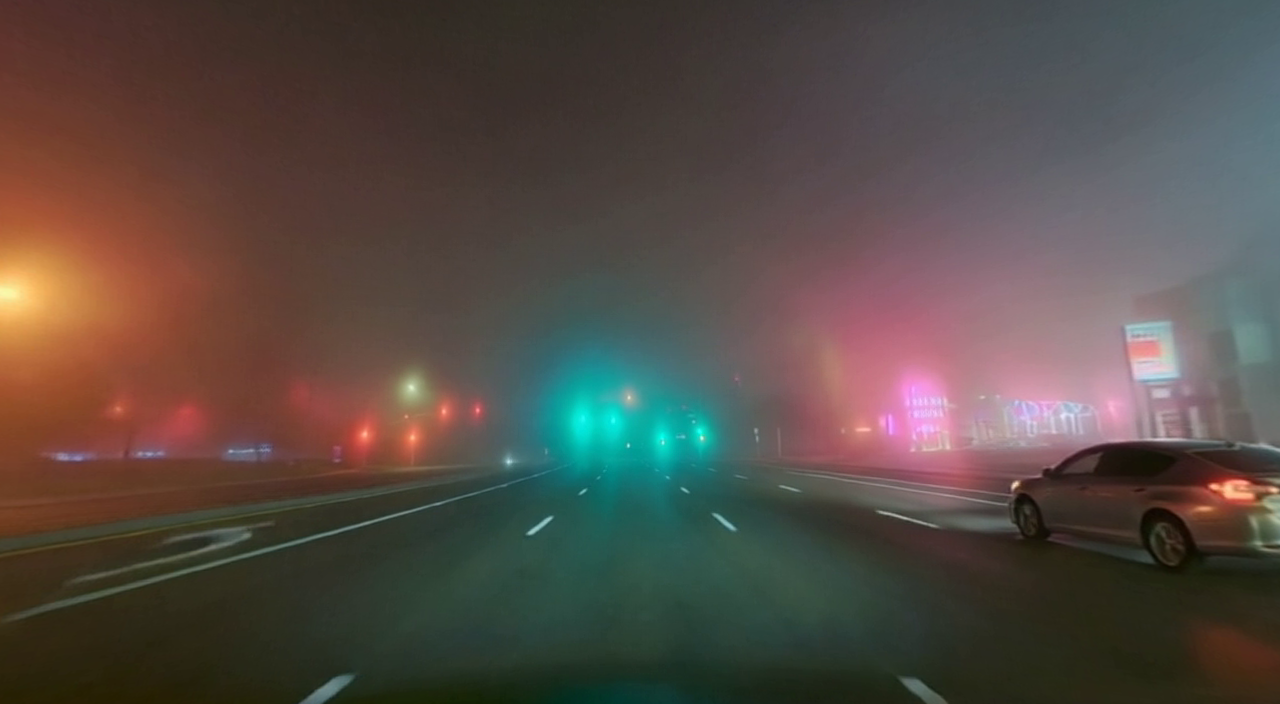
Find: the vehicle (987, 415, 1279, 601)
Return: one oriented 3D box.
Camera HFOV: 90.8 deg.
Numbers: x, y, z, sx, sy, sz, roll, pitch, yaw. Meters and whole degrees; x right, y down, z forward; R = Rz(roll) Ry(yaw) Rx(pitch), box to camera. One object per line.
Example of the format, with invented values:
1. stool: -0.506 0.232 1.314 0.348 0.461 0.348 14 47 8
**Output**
1. vehicle: 6.220 1.549 7.025 2.070 1.491 4.575 0 -9 -1
